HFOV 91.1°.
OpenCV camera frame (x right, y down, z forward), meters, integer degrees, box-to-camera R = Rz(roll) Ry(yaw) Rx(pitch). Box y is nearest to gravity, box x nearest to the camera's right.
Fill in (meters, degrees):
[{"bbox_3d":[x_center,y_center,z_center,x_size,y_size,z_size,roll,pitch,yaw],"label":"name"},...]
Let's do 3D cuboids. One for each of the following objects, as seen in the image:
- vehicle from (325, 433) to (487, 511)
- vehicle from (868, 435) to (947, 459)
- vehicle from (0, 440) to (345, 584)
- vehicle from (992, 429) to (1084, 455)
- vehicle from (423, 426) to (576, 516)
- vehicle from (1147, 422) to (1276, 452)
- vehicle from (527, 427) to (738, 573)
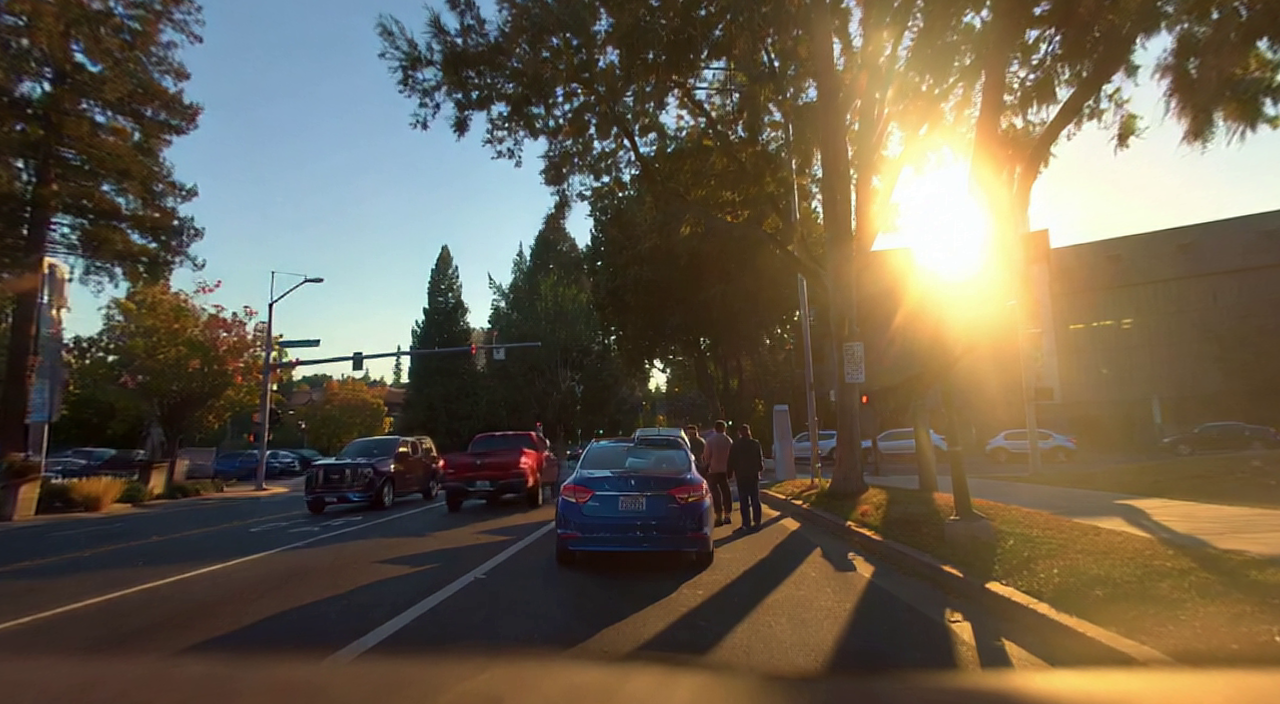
[{"bbox_3d":[-6.153,3.214,17.423,2.230,1.811,5.183,-1,-9,3],"label":"vehicle"},{"bbox_3d":[17.509,6.215,41.123,4.441,1.452,1.798,-5,-10,30],"label":"vehicle"},{"bbox_3d":[-6.331,2.063,9.004,1.948,1.530,4.283,0,-9,3],"label":"vehicle"},{"bbox_3d":[23.821,5.436,37.737,4.454,1.440,1.816,-5,-10,30],"label":"vehicle"},{"bbox_3d":[-3.108,2.796,15.358,2.273,1.788,5.258,-1,-9,3],"label":"vehicle"},{"bbox_3d":[30.536,4.602,33.784,4.739,1.472,1.804,-5,-10,30],"label":"vehicle"},{"bbox_3d":[-0.051,1.857,8.670,2.182,1.501,4.150,0,-9,1],"label":"vehicle"}]
